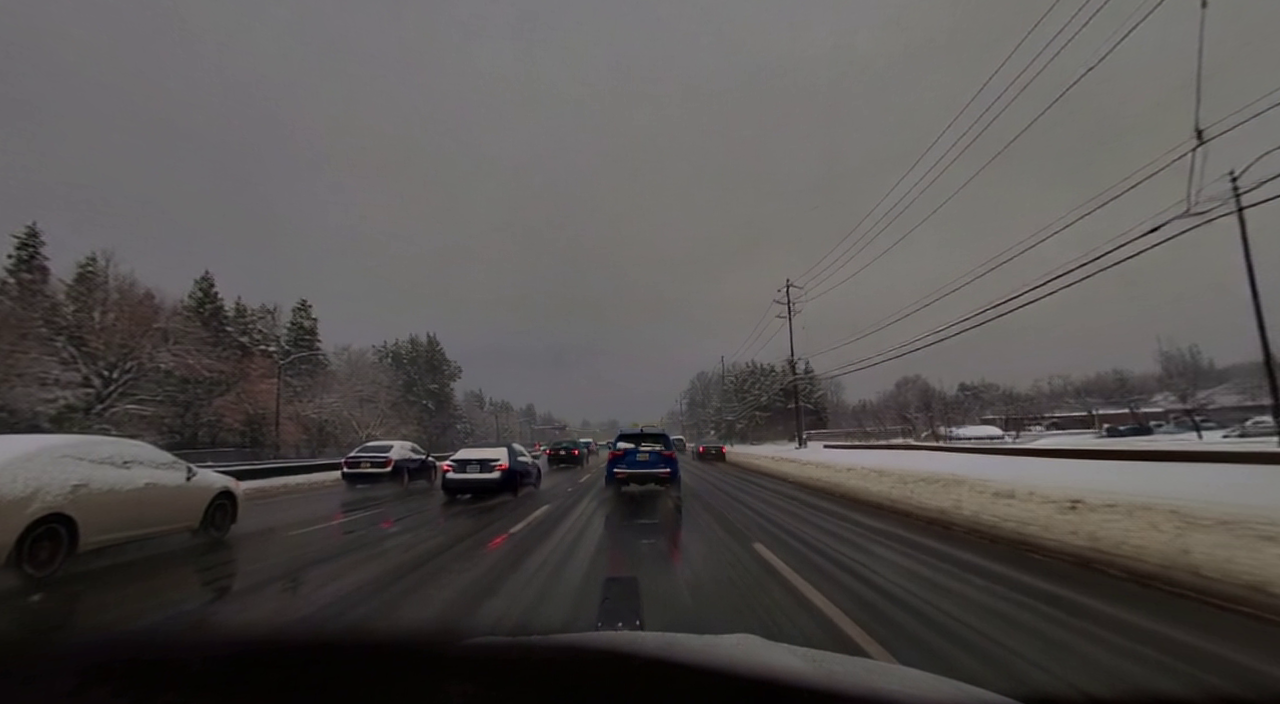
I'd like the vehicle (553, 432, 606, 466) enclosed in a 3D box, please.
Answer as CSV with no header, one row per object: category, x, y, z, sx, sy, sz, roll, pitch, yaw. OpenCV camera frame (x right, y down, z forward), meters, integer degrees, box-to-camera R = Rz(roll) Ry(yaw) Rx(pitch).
vehicle,-3.240,5.316,34.759,2.353,1.773,4.286,0,-8,1

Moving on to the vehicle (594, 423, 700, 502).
vehicle,0.145,2.690,15.740,2.284,1.699,4.168,0,-8,0

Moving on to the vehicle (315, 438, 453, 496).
vehicle,-7.133,3.234,18.254,1.959,1.435,4.719,0,-8,1

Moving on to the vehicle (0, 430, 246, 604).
vehicle,-6.389,1.550,6.409,1.958,1.447,4.454,0,-8,-1

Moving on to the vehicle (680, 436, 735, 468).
vehicle,3.249,4.924,31.407,2.197,1.464,4.356,0,-8,-1

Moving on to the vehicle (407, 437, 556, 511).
vehicle,-3.417,2.733,14.731,2.203,1.425,4.610,0,-8,1
